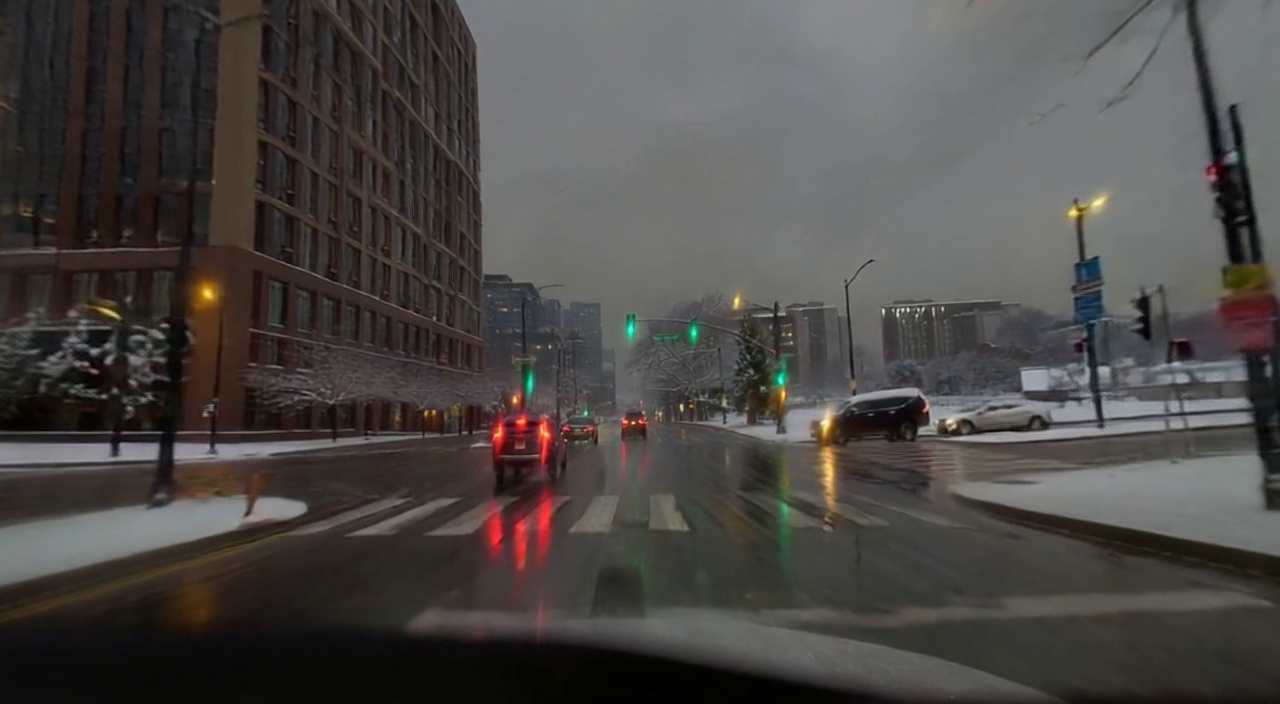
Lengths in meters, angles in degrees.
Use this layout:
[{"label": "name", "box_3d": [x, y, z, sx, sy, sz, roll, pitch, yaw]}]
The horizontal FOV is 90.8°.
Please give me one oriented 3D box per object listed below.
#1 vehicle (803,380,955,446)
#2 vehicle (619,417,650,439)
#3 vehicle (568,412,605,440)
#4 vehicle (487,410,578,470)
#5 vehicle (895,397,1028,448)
[{"label": "vehicle", "box_3d": [11.720, 3.066, 31.381, 6.233, 2.668, 2.627, -4, -7, -3]}, {"label": "vehicle", "box_3d": [-0.441, 5.459, 45.049, 2.095, 1.438, 3.843, 0, -8, -1]}, {"label": "vehicle", "box_3d": [-3.649, 5.198, 43.896, 2.152, 1.802, 4.628, 0, -8, -1]}, {"label": "vehicle", "box_3d": [-3.340, 2.877, 20.549, 2.116, 1.725, 4.315, 0, -8, 1]}, {"label": "vehicle", "box_3d": [13.129, 2.878, 25.961, 4.328, 1.742, 1.942, -3, -5, -1]}]
